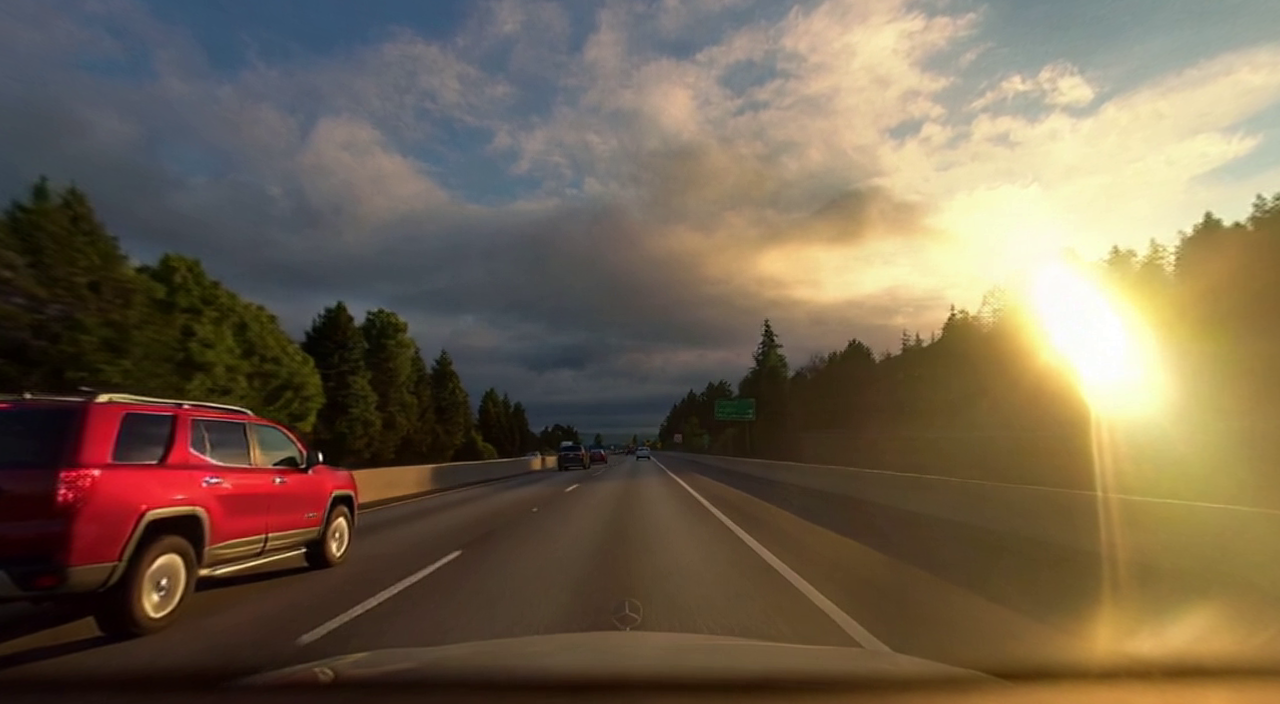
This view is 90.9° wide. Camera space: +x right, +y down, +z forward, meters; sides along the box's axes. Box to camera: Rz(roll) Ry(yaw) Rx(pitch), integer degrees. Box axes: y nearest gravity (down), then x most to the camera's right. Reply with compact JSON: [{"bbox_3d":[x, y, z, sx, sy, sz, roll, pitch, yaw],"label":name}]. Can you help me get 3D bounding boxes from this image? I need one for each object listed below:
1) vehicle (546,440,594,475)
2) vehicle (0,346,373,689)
[{"bbox_3d":[-3.812,5.886,35.180,2.056,1.811,4.202,-1,-9,2],"label":"vehicle"},{"bbox_3d":[-4.634,1.290,5.944,2.102,1.941,4.703,0,-9,1],"label":"vehicle"}]
